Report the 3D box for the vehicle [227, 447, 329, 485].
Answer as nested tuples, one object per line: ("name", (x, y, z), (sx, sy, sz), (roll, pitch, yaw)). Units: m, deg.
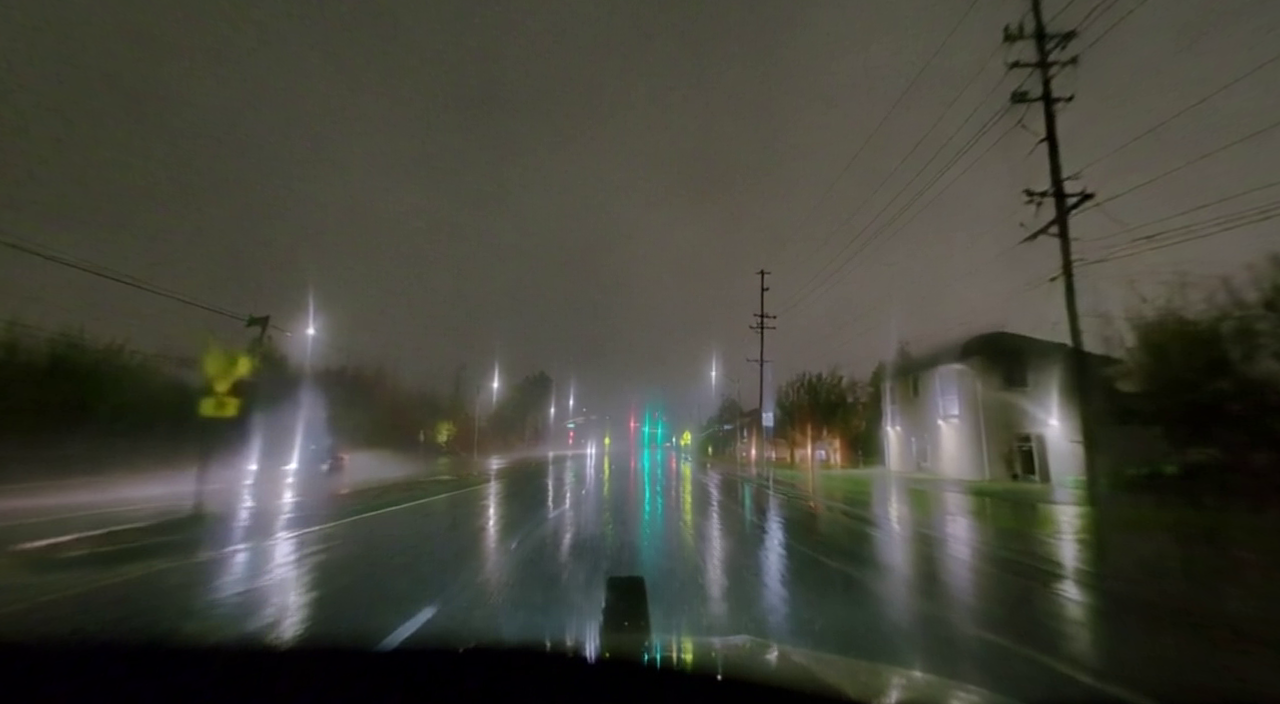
("vehicle", (-15.021, 4.720, 26.496), (1.808, 1.466, 4.420), (0, -9, -2))
